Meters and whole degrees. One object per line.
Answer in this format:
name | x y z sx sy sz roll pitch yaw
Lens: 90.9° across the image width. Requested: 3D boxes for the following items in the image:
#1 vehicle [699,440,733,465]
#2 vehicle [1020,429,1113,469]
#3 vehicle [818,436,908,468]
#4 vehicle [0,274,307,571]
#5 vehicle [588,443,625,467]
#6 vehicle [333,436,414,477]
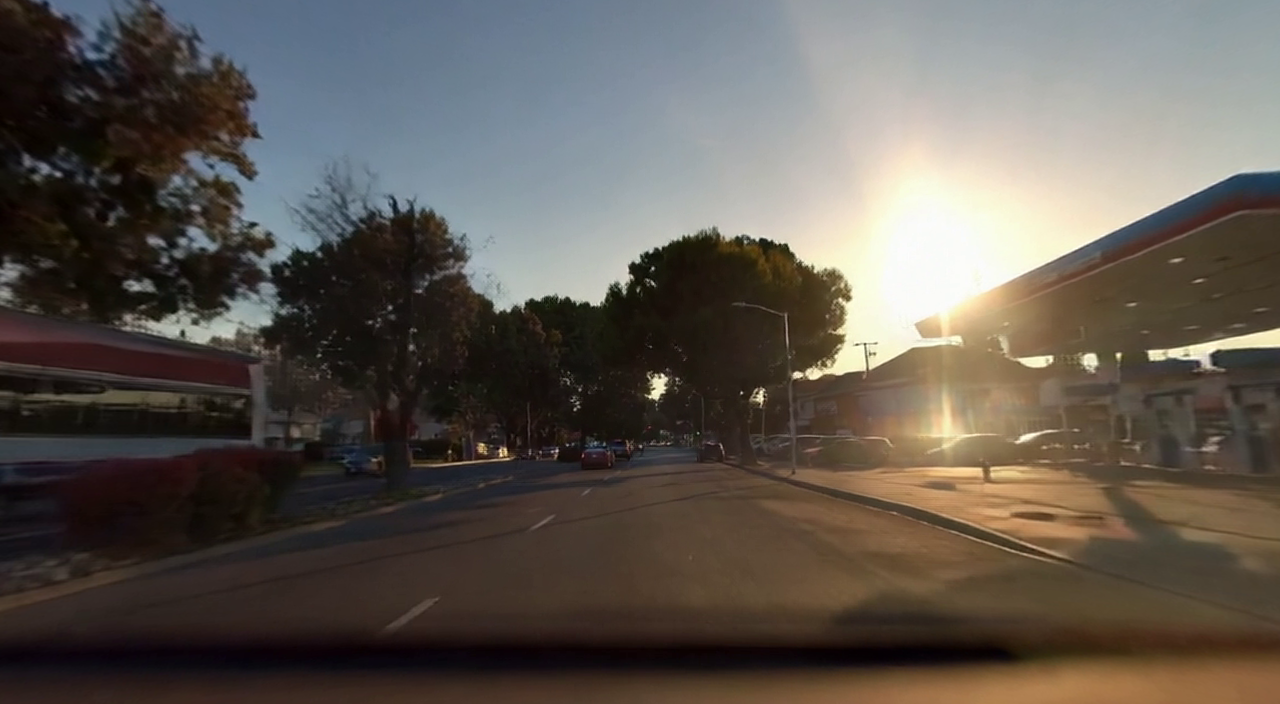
vehicle | 5.658 7.565 47.541 2.179 1.709 4.512 0 -9 2
vehicle | 21.599 4.984 32.206 2.060 1.865 4.542 -1 -9 8
vehicle | 12.769 5.738 36.293 4.454 1.776 1.891 0 -9 2
vehicle | -8.677 0.793 6.783 3.056 3.289 13.199 -2 -8 0
vehicle | -2.007 6.411 39.264 1.959 1.406 4.272 0 -9 2
vehicle | -14.008 5.516 33.522 2.060 2.017 4.660 0 -9 3
